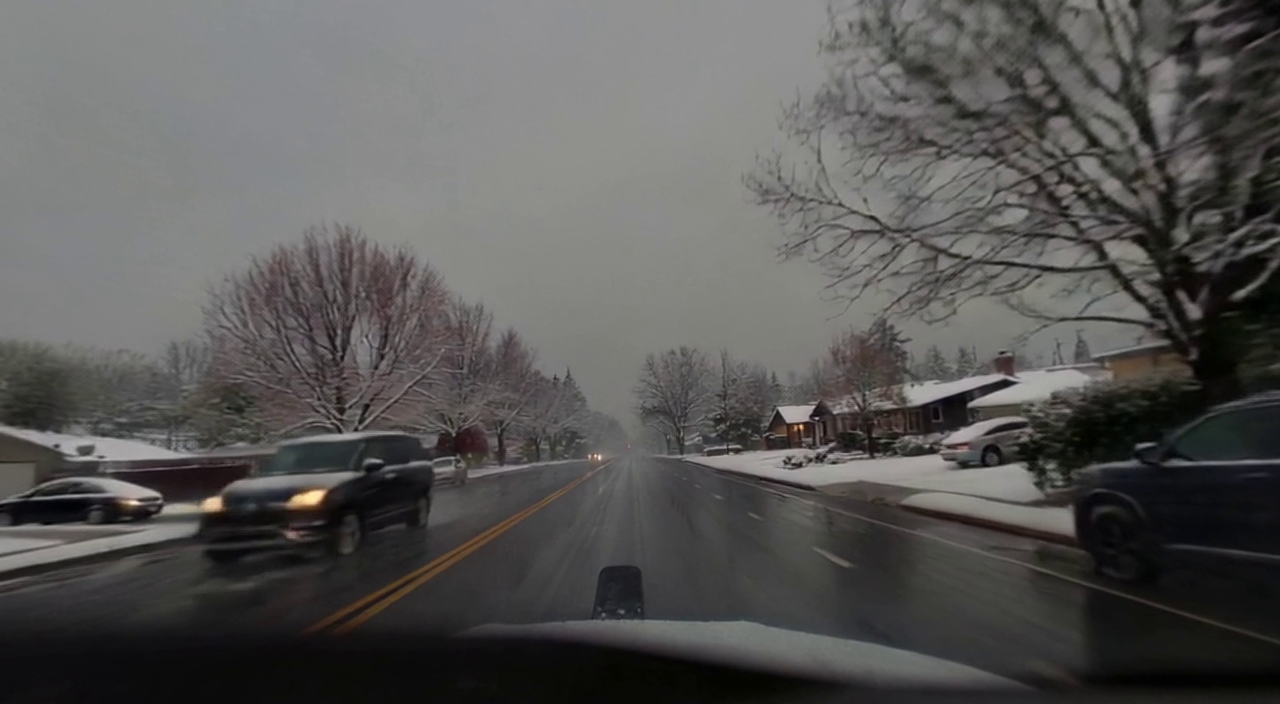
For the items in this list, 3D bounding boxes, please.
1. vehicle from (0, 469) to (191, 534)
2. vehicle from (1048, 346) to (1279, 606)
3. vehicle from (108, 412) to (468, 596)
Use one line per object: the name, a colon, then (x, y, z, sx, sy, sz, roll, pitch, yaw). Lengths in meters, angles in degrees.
vehicle: (-15.090, 3.993, 17.089, 4.353, 1.467, 1.931, -1, -8, -3)
vehicle: (6.129, 0.962, 4.871, 2.205, 2.020, 5.634, 0, -9, 1)
vehicle: (-4.271, 1.925, 9.039, 2.151, 1.830, 5.172, 0, -9, 0)
